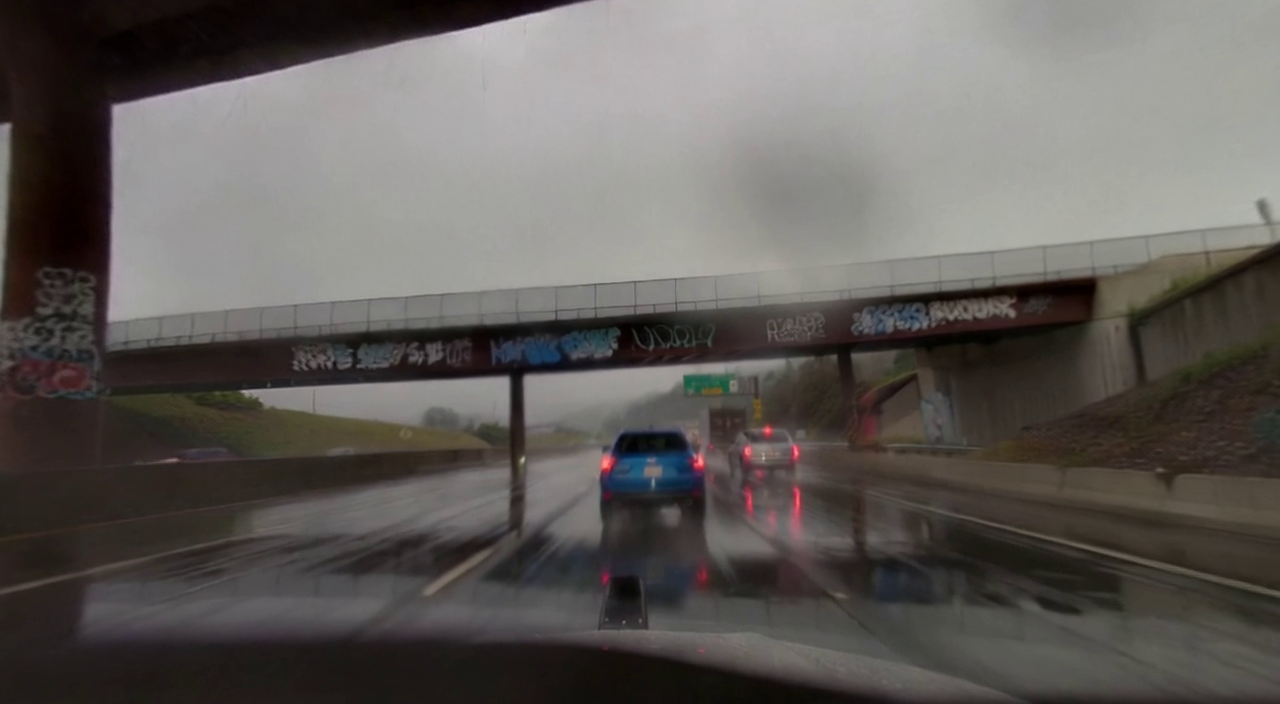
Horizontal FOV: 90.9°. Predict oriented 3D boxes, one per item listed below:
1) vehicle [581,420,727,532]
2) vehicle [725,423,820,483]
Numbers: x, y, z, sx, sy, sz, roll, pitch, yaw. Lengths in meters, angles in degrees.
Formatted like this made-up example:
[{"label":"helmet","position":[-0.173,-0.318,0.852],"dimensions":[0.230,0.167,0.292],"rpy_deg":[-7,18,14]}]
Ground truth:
[{"label":"vehicle","position":[0.233,2.164,11.549],"dimensions":[2.193,1.651,3.946],"rpy_deg":[-1,-8,1]},{"label":"vehicle","position":[4.694,3.716,23.470],"dimensions":[2.311,1.922,5.977],"rpy_deg":[0,-8,1]}]
